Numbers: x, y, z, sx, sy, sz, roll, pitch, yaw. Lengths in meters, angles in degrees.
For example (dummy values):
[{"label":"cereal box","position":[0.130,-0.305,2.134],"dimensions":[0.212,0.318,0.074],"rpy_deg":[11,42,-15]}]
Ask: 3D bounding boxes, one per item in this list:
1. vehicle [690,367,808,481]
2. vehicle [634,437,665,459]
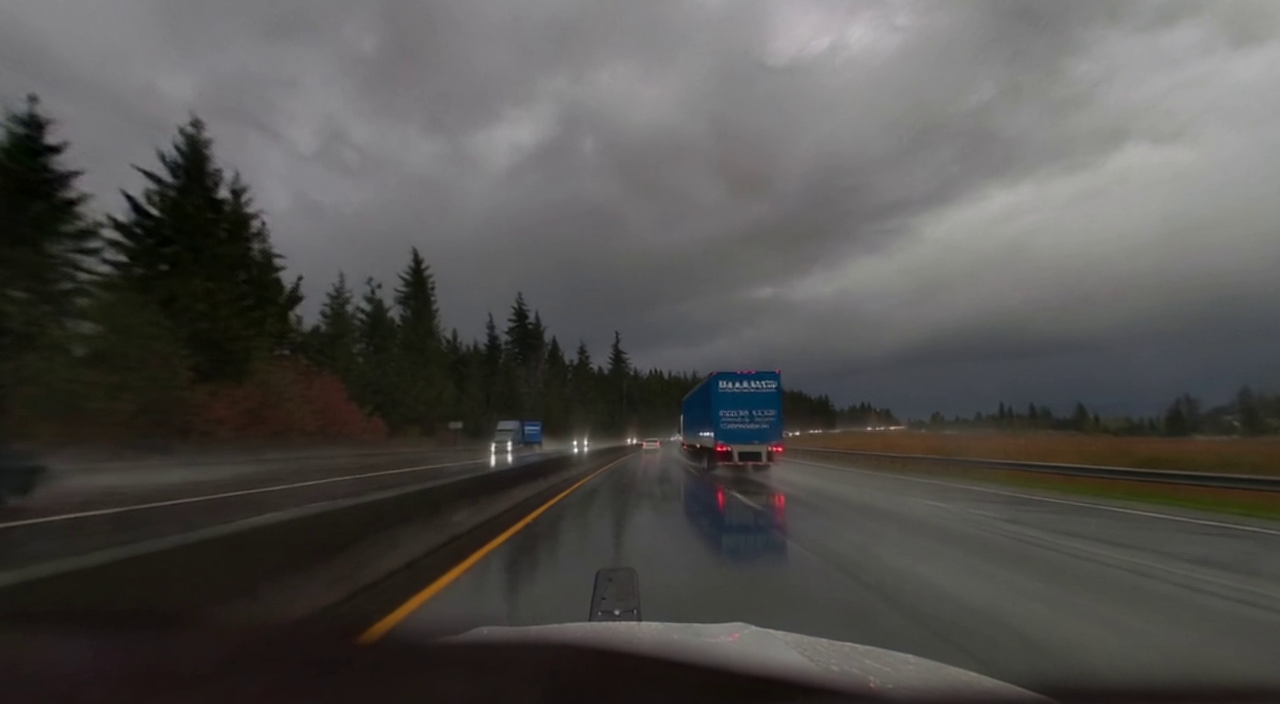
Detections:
[{"label":"vehicle","position":[4.410,3.455,29.381],"dimensions":[3.171,4.072,13.784],"rpy_deg":[0,-8,0]},{"label":"vehicle","position":[0.713,7.079,46.650],"dimensions":[2.209,1.499,4.144],"rpy_deg":[0,-8,1]}]
